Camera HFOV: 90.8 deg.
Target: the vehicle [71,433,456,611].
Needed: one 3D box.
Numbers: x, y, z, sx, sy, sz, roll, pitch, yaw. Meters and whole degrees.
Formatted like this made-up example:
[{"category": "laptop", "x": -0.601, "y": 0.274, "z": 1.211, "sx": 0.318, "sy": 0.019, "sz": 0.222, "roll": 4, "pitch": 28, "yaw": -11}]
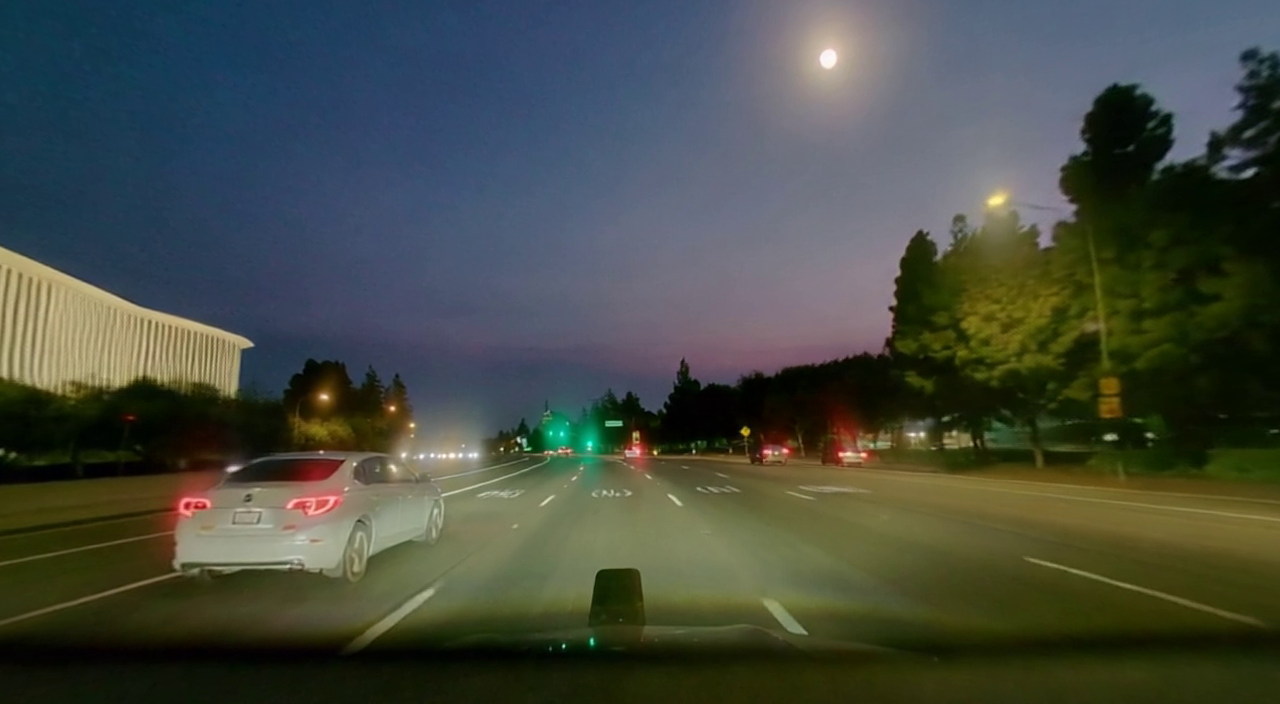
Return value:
[{"category": "vehicle", "x": -3.862, "y": 1.775, "z": 7.642, "sx": 2.018, "sy": 1.476, "sz": 4.364, "roll": 0, "pitch": -8, "yaw": -1}]
